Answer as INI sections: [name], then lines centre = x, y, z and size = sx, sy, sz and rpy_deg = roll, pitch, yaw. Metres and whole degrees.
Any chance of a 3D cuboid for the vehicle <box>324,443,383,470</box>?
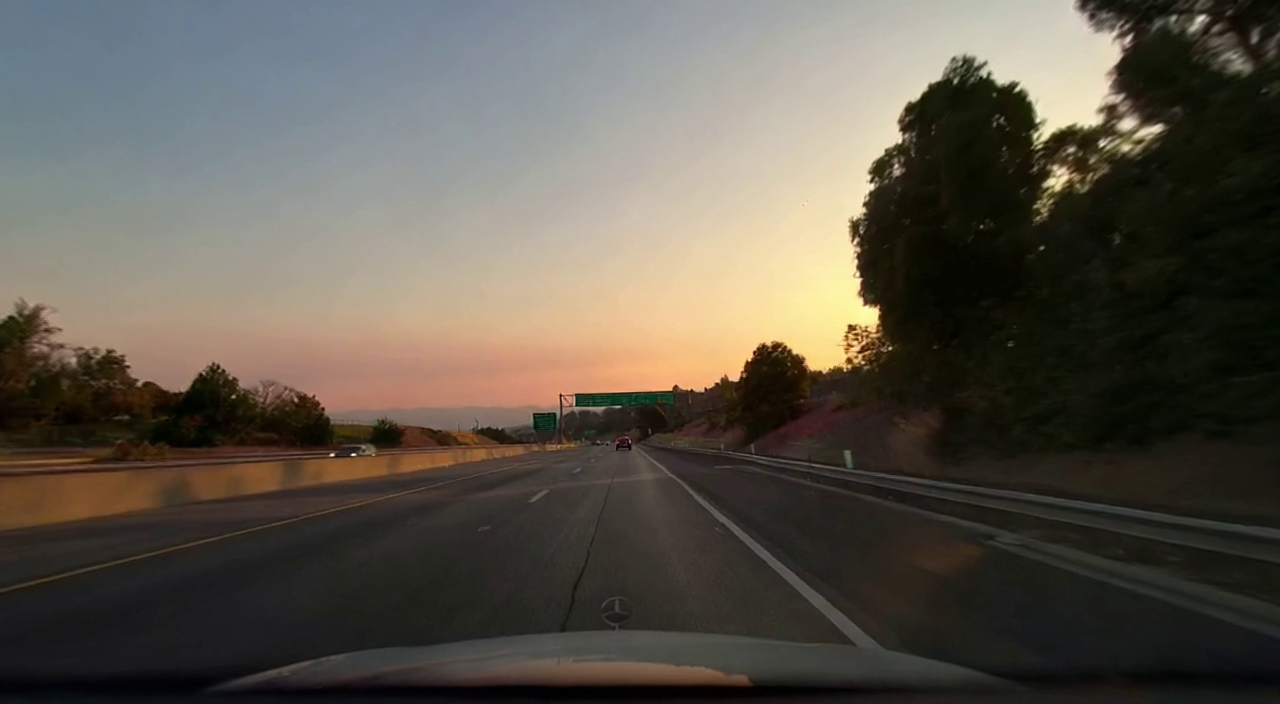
[vehicle]
centre = -18.356, 6.692, 40.550
size = 1.950, 1.558, 4.121
rpy_deg = 0, -8, -1
